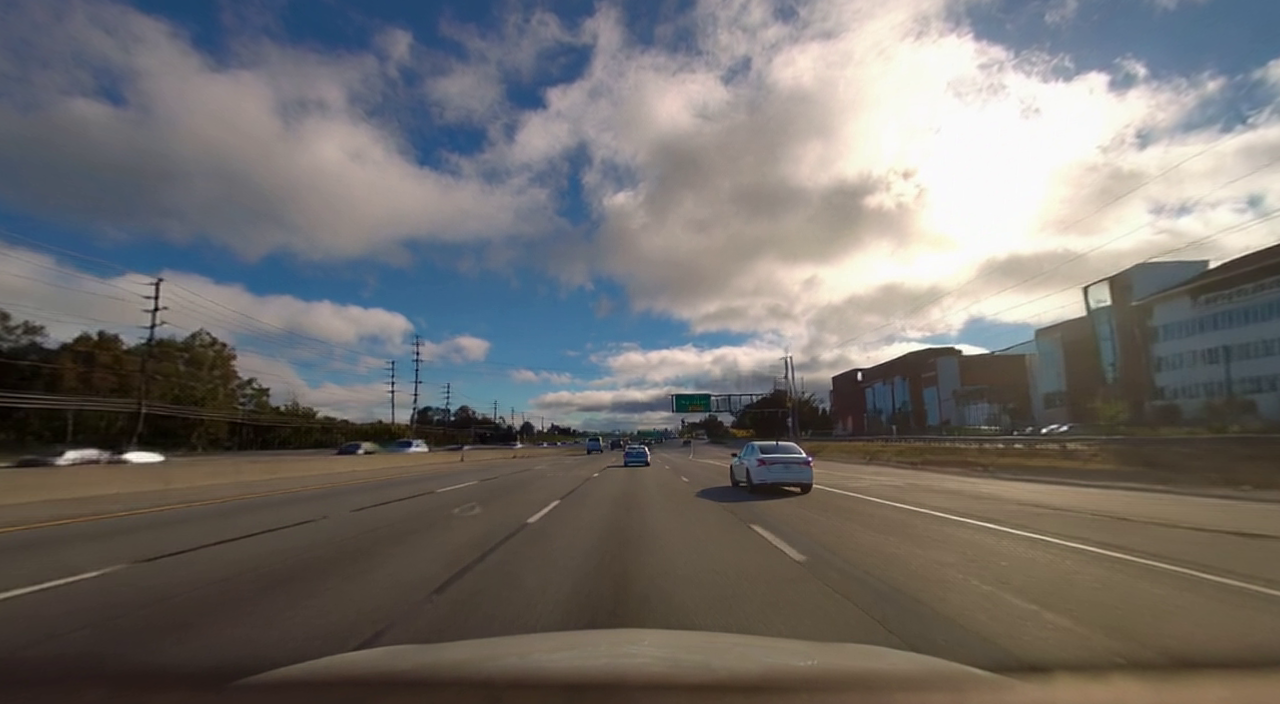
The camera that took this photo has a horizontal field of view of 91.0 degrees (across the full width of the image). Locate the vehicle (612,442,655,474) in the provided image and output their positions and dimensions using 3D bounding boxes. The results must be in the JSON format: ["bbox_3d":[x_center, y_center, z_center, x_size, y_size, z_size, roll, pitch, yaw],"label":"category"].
[{"bbox_3d":[-0.337,5.333,31.890,2.019,1.472,3.971,0,-8,-1],"label":"vehicle"}]

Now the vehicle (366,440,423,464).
[{"bbox_3d":[-16.877,6.888,43.528,1.995,1.569,4.734,0,-8,0],"label":"vehicle"}]

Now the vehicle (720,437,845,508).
[{"bbox_3d":[3.399,2.957,16.017,1.995,1.533,4.463,0,-8,-2],"label":"vehicle"}]

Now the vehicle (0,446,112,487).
[{"bbox_3d":[-27.621,5.218,29.180,2.085,1.710,4.800,0,-8,0],"label":"vehicle"}]
